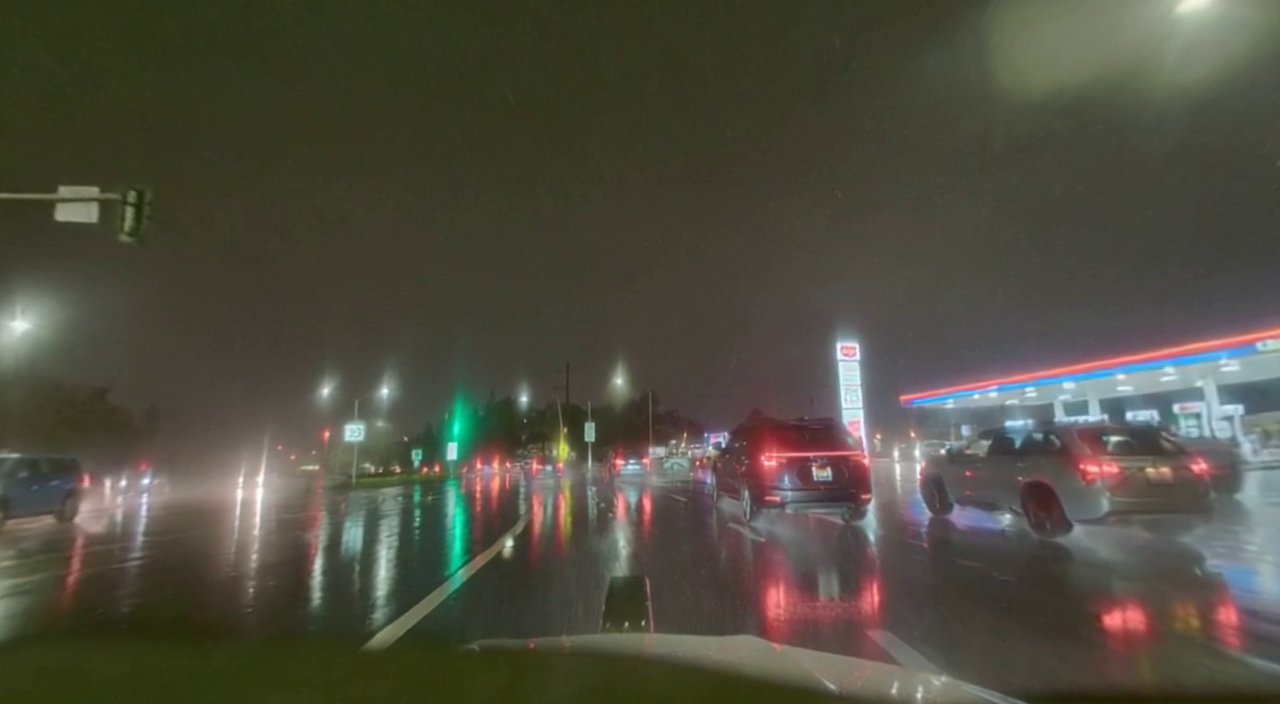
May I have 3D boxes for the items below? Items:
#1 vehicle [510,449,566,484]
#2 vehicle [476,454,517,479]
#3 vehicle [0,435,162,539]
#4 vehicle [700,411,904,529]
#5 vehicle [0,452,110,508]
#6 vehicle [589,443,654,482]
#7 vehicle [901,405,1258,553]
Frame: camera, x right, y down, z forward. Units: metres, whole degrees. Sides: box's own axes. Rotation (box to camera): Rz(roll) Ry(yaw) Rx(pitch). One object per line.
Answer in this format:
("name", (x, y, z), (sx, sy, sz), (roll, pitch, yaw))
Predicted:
("vehicle", (-4.908, 5.373, 29.856), (2.107, 1.527, 4.174), (2, -9, -15))
("vehicle", (-10.378, 8.212, 45.377), (2.193, 1.609, 3.874), (3, -10, -22))
("vehicle", (-19.676, 4.198, 20.810), (2.820, 2.579, 13.318), (4, -10, -22))
("vehicle", (2.713, 2.156, 12.018), (2.184, 1.777, 4.712), (1, -9, -6))
("vehicle", (-19.545, 4.059, 20.462), (1.986, 1.579, 5.047), (3, -10, -22))
("vehicle", (-0.946, 5.006, 28.906), (2.012, 1.612, 4.114), (2, -9, -16))
("vehicle", (5.762, 1.728, 9.141), (1.881, 1.604, 4.289), (0, -9, -3))
